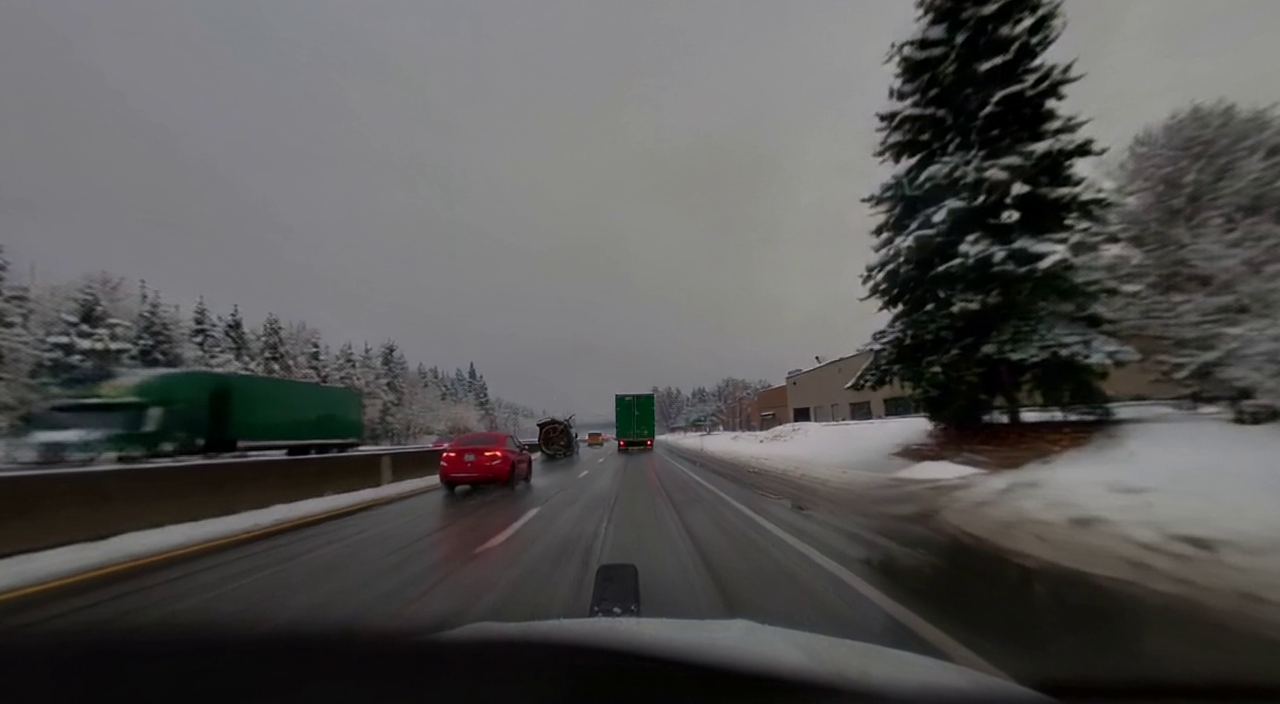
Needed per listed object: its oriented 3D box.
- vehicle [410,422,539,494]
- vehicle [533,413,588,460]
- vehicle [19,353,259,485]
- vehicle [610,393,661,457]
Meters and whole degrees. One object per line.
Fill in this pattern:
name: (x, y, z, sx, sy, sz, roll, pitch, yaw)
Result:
vehicle: (-4.153, 2.751, 16.827, 2.005, 1.602, 5.131, 0, -8, 1)
vehicle: (-4.864, 5.373, 39.924, 2.717, 2.714, 6.997, 0, -8, -1)
vehicle: (-16.707, 2.377, 21.765, 3.295, 3.920, 5.858, 0, -8, -1)
vehicle: (-0.433, 5.333, 45.252, 3.259, 4.066, 9.891, 0, -8, -2)
